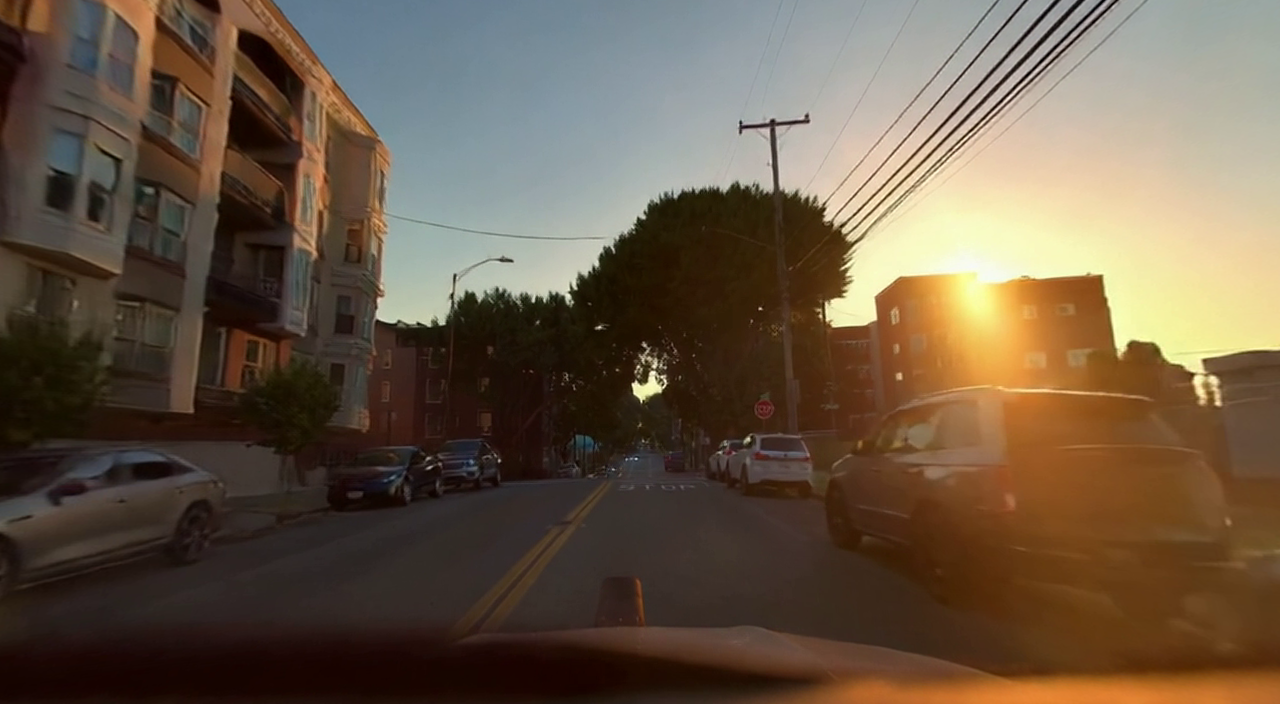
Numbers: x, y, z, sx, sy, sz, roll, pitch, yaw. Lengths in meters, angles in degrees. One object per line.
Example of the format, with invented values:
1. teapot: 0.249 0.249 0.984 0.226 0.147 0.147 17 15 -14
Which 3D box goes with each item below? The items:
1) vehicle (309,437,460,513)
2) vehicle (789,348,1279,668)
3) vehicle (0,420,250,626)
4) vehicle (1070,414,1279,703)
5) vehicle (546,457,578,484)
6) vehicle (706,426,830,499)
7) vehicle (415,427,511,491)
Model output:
1. vehicle: -6.355 3.075 16.365 2.069 1.647 4.359 -1 -8 0
2. vehicle: 3.294 1.288 6.416 2.082 1.902 5.122 0 -8 -3
3. vehicle: -6.337 1.598 6.427 1.947 1.707 4.352 0 -8 0
4. vehicle: 3.592 0.832 1.398 1.925 1.489 4.655 0 -8 -1
5. vehicle: -5.946 9.103 48.777 1.987 1.662 4.141 -2 -7 -1
6. vehicle: 3.294 2.965 17.373 2.154 1.699 4.591 0 -8 -4
7. vehicle: -6.120 3.845 22.545 2.076 1.913 5.060 -2 -10 -1
